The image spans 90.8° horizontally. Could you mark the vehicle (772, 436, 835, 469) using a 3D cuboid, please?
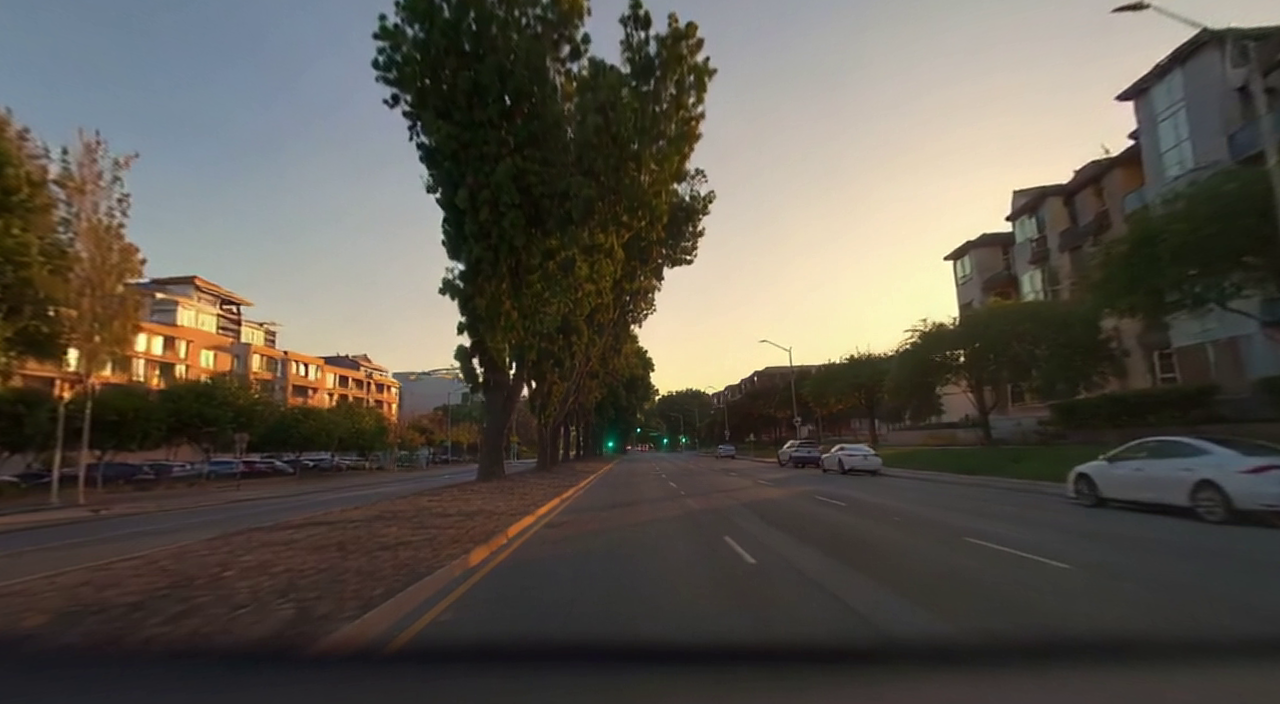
[{"bbox_3d":[9.763,6.054,38.204,2.272,1.843,4.913,0,-9,-3],"label":"vehicle"}]

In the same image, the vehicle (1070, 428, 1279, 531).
[{"bbox_3d":[10.158,2.091,10.756,2.011,1.466,4.989,0,-9,-3],"label":"vehicle"}]

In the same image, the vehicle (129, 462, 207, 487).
[{"bbox_3d":[-32.762,8.479,43.884,3.802,1.590,1.968,0,-9,2],"label":"vehicle"}]

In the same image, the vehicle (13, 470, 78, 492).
[{"bbox_3d":[-46.908,10.181,49.926,3.617,1.424,1.636,5,-13,-42],"label":"vehicle"}]

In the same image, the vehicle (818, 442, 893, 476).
[{"bbox_3d":[10.029,4.990,29.755,1.964,1.477,4.459,0,-9,0],"label":"vehicle"}]
